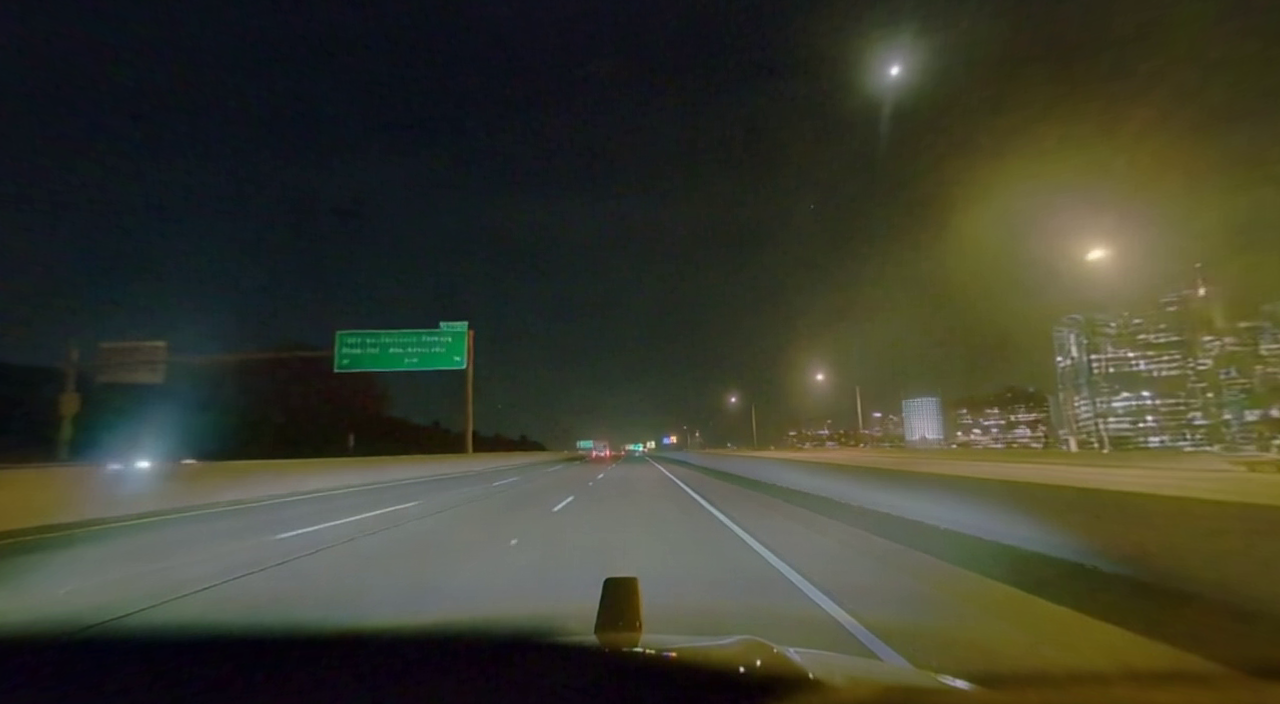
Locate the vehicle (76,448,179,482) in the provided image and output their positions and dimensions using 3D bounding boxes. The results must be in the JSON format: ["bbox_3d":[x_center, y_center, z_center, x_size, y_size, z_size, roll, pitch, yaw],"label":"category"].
[{"bbox_3d":[-24.565,5.392,30.464,1.783,1.471,3.811,0,-9,-1],"label":"vehicle"}]
